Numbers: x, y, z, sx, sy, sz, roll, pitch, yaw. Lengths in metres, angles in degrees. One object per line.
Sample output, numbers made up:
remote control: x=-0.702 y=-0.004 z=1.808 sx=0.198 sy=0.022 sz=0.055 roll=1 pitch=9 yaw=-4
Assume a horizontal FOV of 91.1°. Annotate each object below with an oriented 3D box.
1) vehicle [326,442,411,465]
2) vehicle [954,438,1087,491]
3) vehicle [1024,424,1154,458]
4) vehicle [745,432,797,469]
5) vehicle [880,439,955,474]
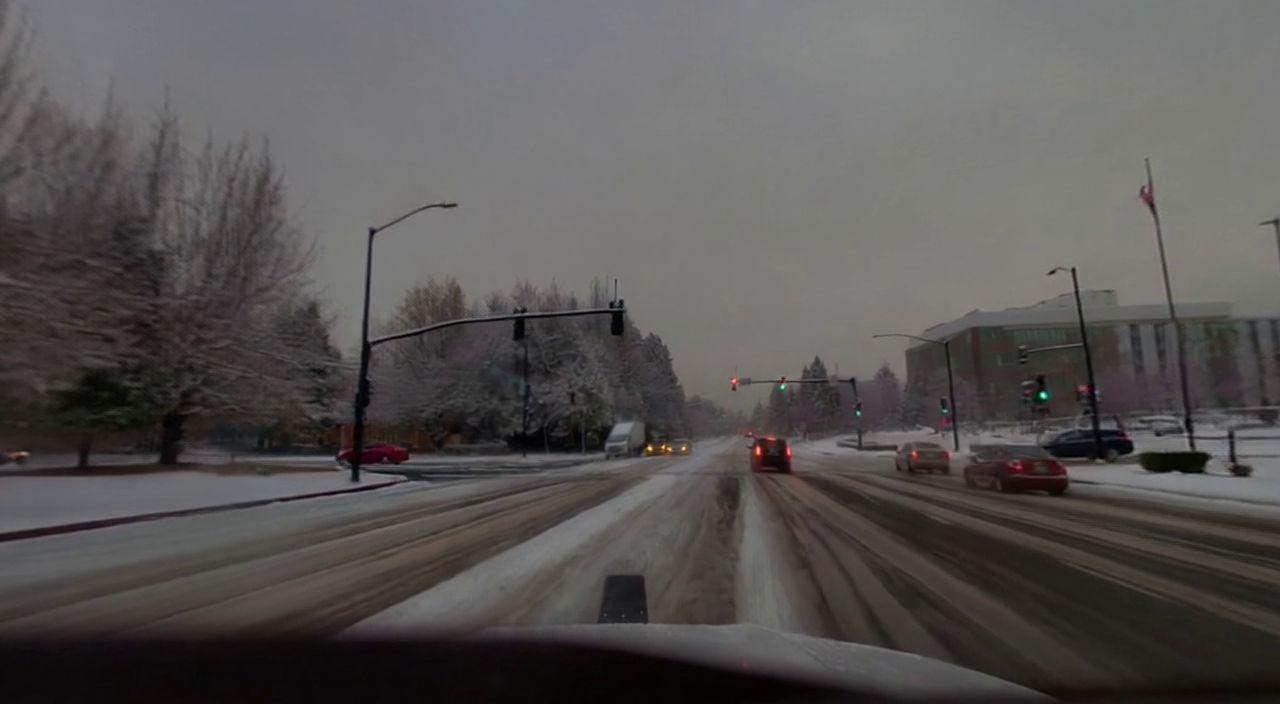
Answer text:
vehicle: x=-18.388 y=6.904 z=42.650 sx=4.856 sy=1.528 sz=2.053 roll=-1 pitch=-10 yaw=8
vehicle: x=11.644 y=3.445 z=19.600 sx=1.896 sy=1.463 sz=4.296 roll=-1 pitch=-9 yaw=7
vehicle: x=28.392 y=5.695 z=39.929 sx=6.170 sy=1.978 sz=2.399 roll=-1 pitch=-9 yaw=7
vehicle: x=6.720 y=5.090 z=32.543 sx=2.203 sy=1.801 sz=4.331 roll=-1 pitch=-9 yaw=6
vehicle: x=12.624 y=4.776 z=28.887 sx=1.860 sy=1.460 sz=4.379 roll=-1 pitch=-9 yaw=6
